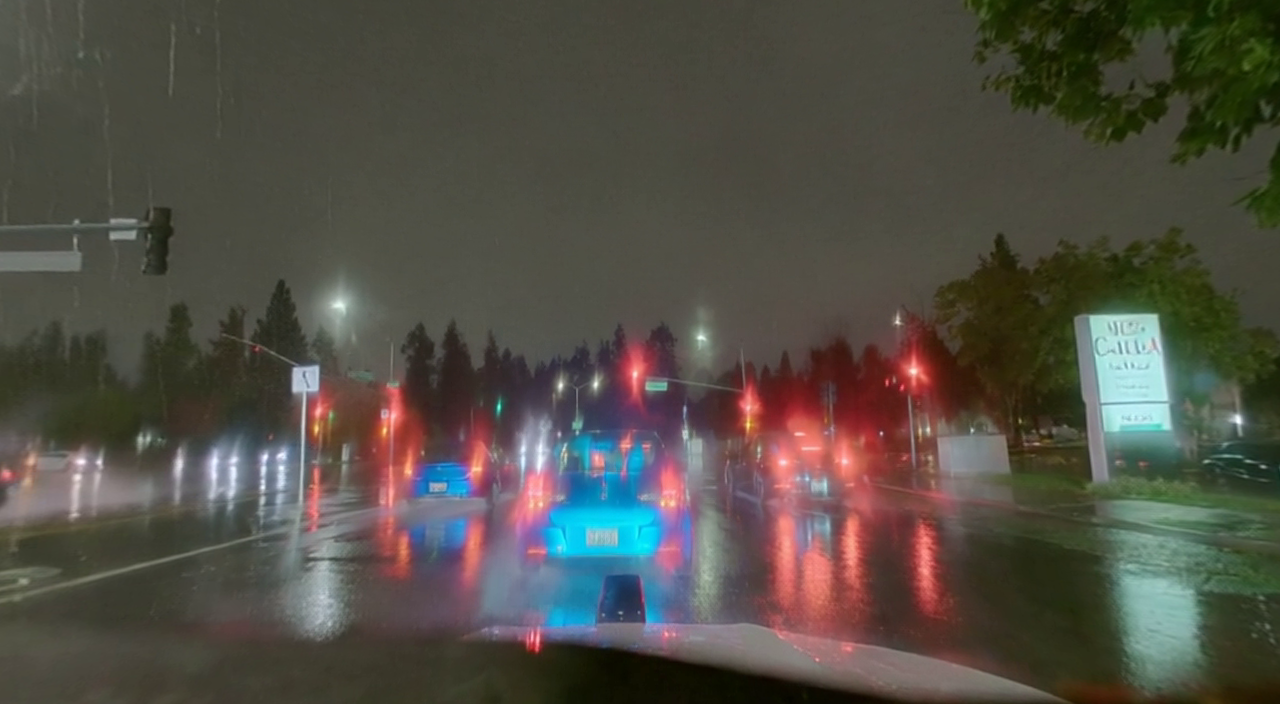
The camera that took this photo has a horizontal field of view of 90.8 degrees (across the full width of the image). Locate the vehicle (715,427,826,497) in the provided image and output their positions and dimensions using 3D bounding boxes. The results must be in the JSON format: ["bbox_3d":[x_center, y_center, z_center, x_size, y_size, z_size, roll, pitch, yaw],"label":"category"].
[{"bbox_3d":[3.429,2.980,17.497,2.028,1.678,4.220,0,-9,-2],"label":"vehicle"}]

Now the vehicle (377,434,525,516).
[{"bbox_3d":[-3.752,2.500,13.299,1.998,1.452,3.773,0,-9,-1],"label":"vehicle"}]

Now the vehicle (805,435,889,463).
[{"bbox_3d":[12.482,5.887,38.238,4.419,1.619,1.894,1,-9,-8],"label":"vehicle"}]

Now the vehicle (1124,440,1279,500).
[{"bbox_3d":[15.189,2.998,16.258,3.951,1.418,1.842,0,-9,-3],"label":"vehicle"}]

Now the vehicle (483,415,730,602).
[{"bbox_3d":[-0.356,1.611,7.407,2.045,1.533,4.183,0,-9,-2],"label":"vehicle"}]
